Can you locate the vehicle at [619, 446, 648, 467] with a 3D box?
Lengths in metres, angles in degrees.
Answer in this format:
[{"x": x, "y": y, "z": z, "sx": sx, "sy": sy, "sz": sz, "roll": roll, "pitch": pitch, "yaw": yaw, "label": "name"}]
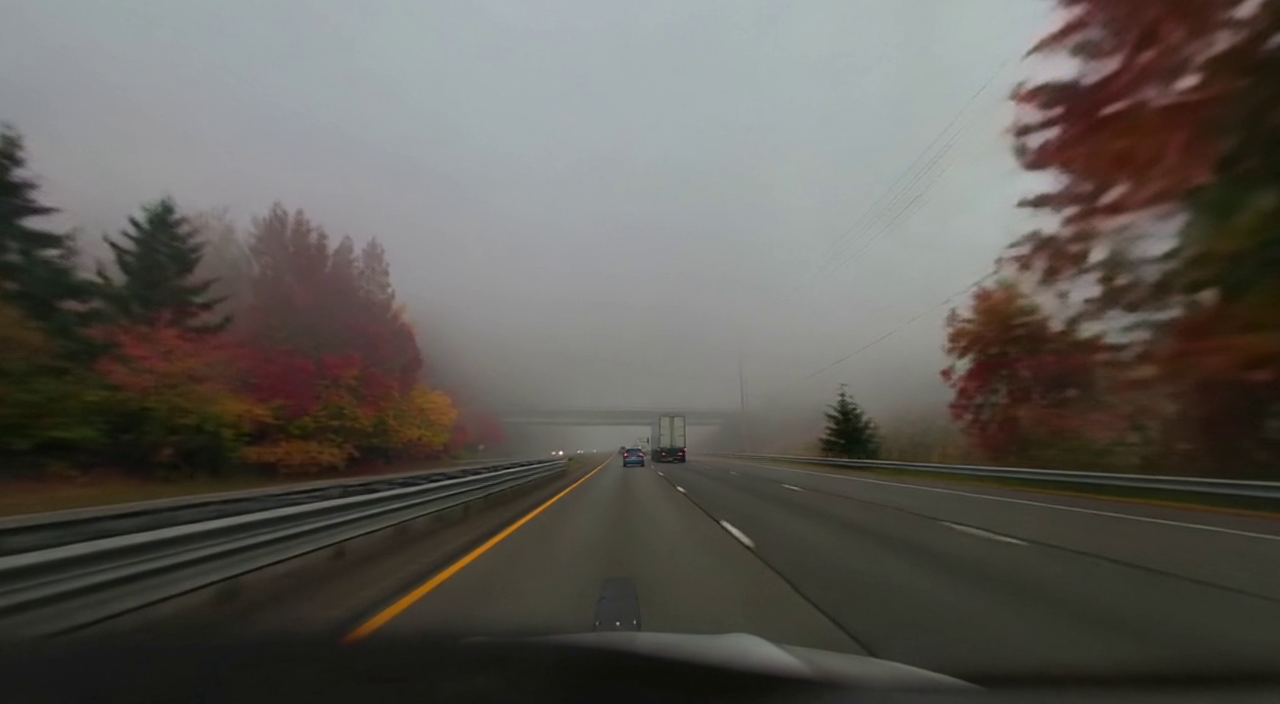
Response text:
[{"x": -0.495, "y": 7.409, "z": 44.598, "sx": 1.961, "sy": 1.454, "sz": 3.755, "roll": 0, "pitch": -9, "yaw": -2, "label": "vehicle"}]
